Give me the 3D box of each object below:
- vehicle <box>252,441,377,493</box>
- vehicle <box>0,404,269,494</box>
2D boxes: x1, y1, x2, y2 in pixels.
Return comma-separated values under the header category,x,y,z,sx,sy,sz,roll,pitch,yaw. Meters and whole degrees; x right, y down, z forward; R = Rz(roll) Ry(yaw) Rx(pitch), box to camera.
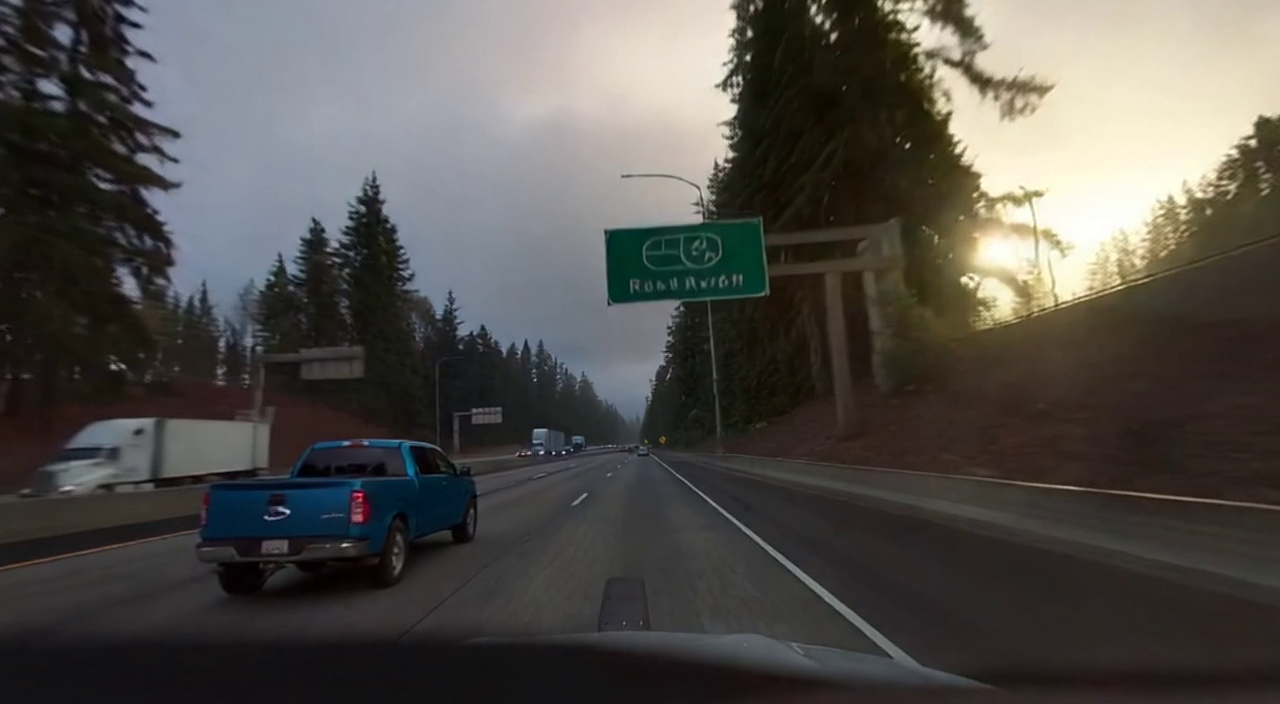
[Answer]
category,x,y,z,sx,sy,sz,roll,pitch,yaw
vehicle,-11.819,4.192,23.390,2.059,1.620,4.823,-2,-9,0
vehicle,-21.759,4.336,28.541,3.101,3.238,10.911,-1,-8,1
